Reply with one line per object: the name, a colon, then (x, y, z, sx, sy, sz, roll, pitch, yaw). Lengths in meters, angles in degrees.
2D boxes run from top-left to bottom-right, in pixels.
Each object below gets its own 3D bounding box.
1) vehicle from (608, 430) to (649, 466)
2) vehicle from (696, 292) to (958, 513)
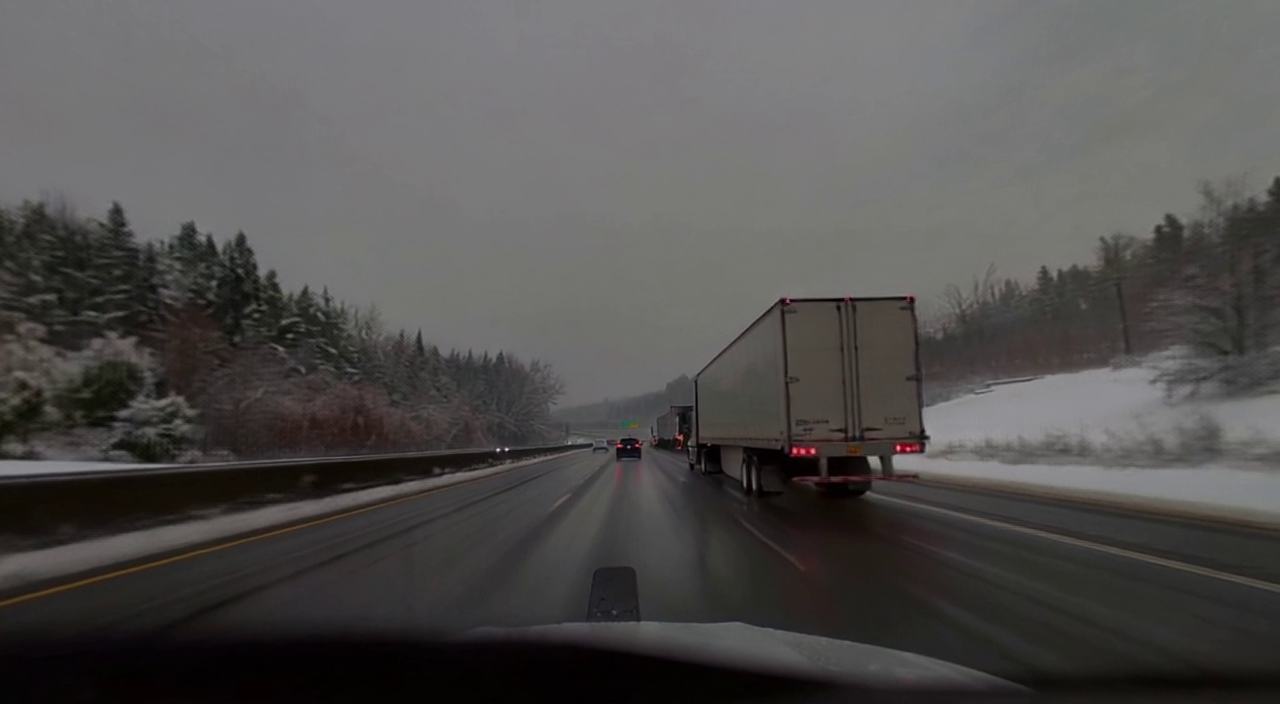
vehicle: (-0.675, 5.496, 36.141, 2.211, 1.933, 4.315, 0, -8, -1)
vehicle: (4.084, 1.912, 18.935, 3.005, 4.121, 14.417, 0, -8, -2)
